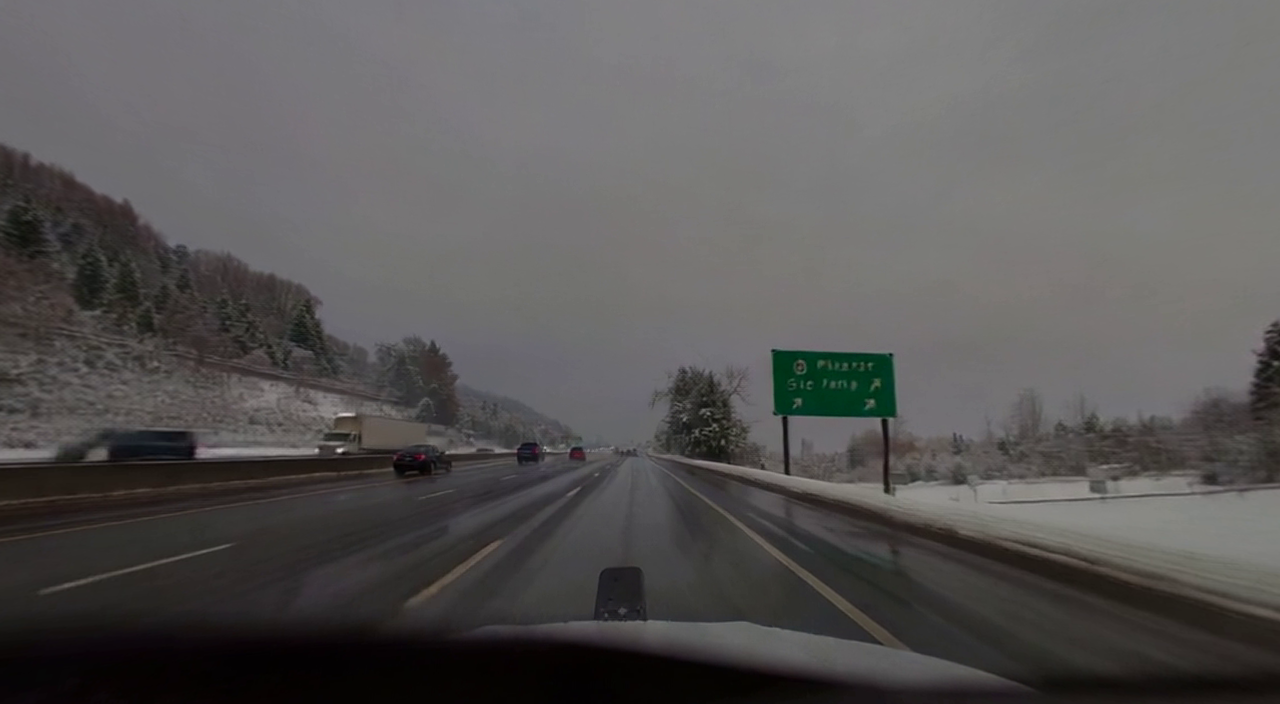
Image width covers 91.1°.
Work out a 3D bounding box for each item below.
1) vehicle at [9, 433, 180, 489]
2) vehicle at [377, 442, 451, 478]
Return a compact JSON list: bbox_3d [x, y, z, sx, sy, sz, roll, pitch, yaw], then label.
[{"bbox_3d":[-18.057,3.622,21.122,1.882,1.670,4.243,0,-8,0],"label":"vehicle"},{"bbox_3d":[-11.108,5.333,31.264,2.001,1.625,4.528,0,-8,0],"label":"vehicle"}]
